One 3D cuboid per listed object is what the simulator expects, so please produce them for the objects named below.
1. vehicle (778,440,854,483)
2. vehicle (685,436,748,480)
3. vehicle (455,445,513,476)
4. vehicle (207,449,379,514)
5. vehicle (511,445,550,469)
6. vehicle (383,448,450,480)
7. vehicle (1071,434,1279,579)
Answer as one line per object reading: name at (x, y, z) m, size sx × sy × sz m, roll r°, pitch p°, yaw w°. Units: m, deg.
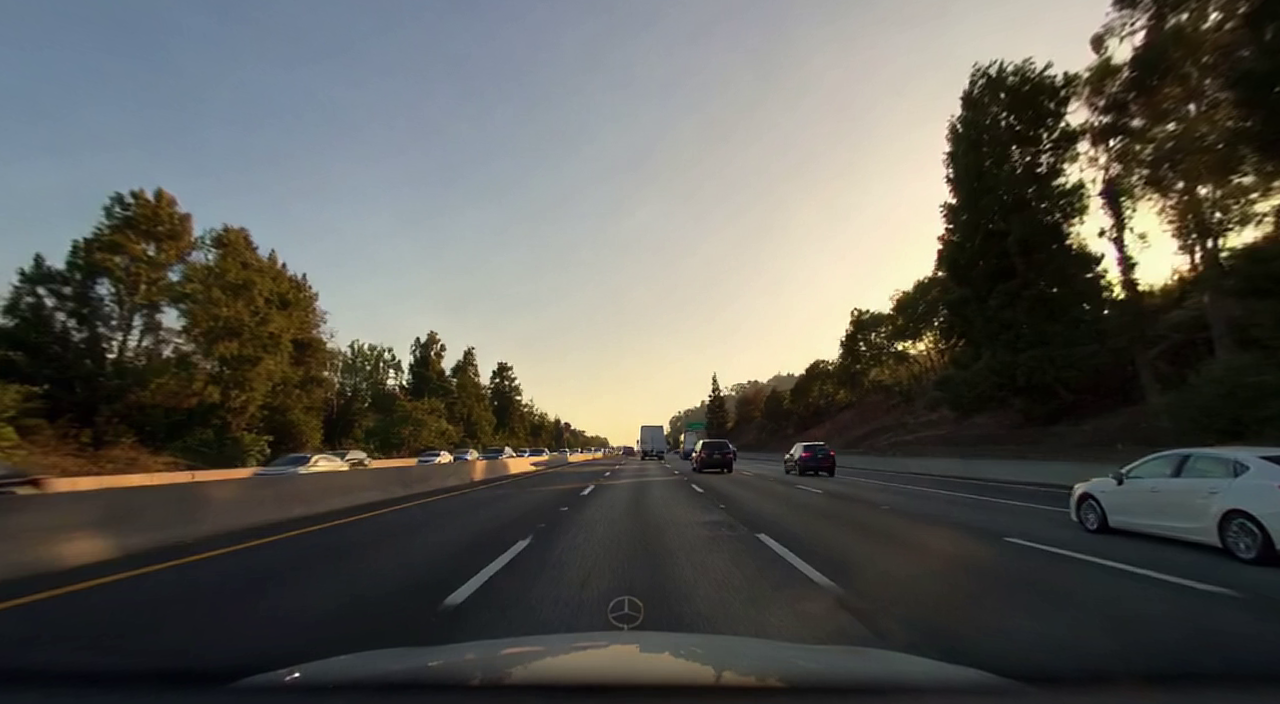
vehicle at (7.512, 4.675, 27.339) m, size 1.976 × 1.703 × 4.288 m, roll 0°, pitch -8°, yaw -1°
vehicle at (3.482, 4.937, 29.678) m, size 2.209 × 1.862 × 4.717 m, roll 0°, pitch -8°, yaw -1°
vehicle at (-8.440, 5.882, 34.495) m, size 1.963 × 1.571 × 4.318 m, roll 0°, pitch -8°, yaw 2°
vehicle at (-8.826, 3.286, 16.573) m, size 1.955 × 1.448 × 4.351 m, roll 0°, pitch -8°, yaw 1°
vehicle at (-7.800, 7.512, 45.305) m, size 1.997 × 1.600 × 4.277 m, roll 0°, pitch -8°, yaw 1°
vehicle at (-12.176, 6.102, 34.663) m, size 1.930 × 1.549 × 4.442 m, roll 0°, pitch -8°, yaw 2°
vehicle at (7.668, 1.706, 7.221) m, size 2.022 × 1.488 × 4.817 m, roll 0°, pitch -8°, yaw -1°
